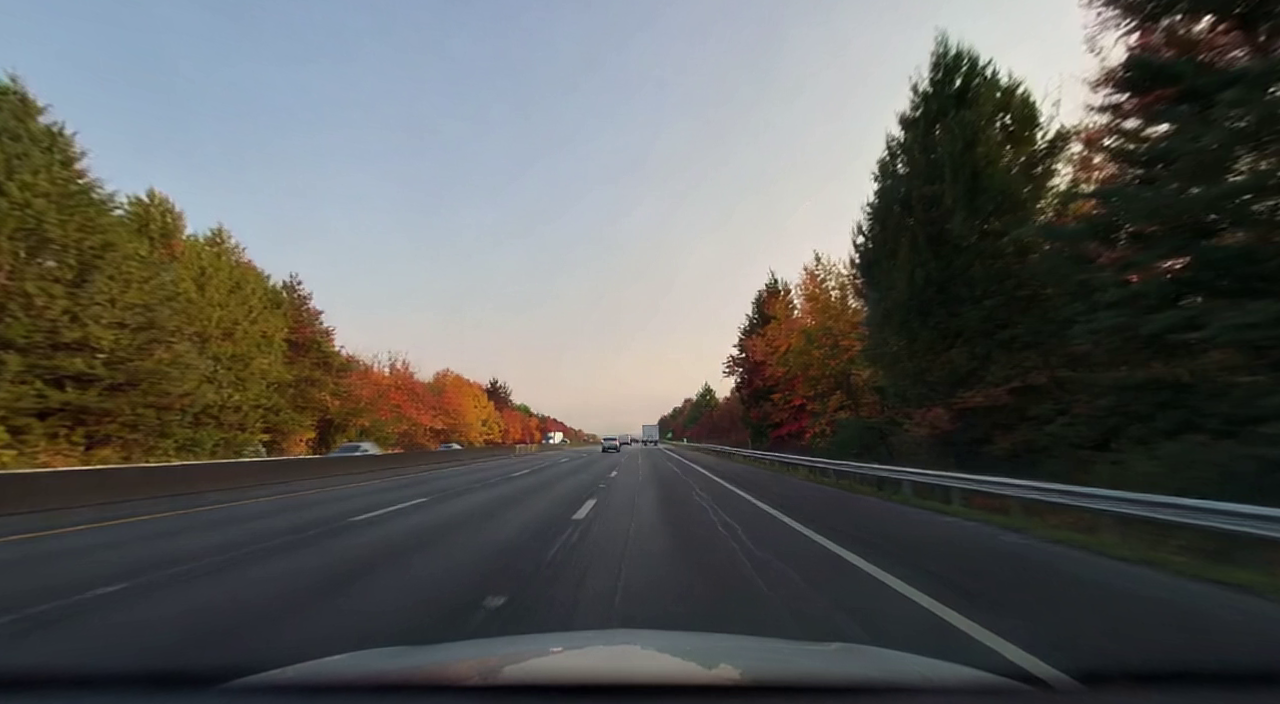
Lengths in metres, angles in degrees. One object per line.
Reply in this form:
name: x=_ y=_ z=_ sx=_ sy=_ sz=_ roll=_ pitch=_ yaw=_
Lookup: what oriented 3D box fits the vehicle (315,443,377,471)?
vehicle: x=-15.989 y=5.689 z=34.324 sx=1.632 sy=1.417 sz=3.645 roll=-1 pitch=-8 yaw=1
